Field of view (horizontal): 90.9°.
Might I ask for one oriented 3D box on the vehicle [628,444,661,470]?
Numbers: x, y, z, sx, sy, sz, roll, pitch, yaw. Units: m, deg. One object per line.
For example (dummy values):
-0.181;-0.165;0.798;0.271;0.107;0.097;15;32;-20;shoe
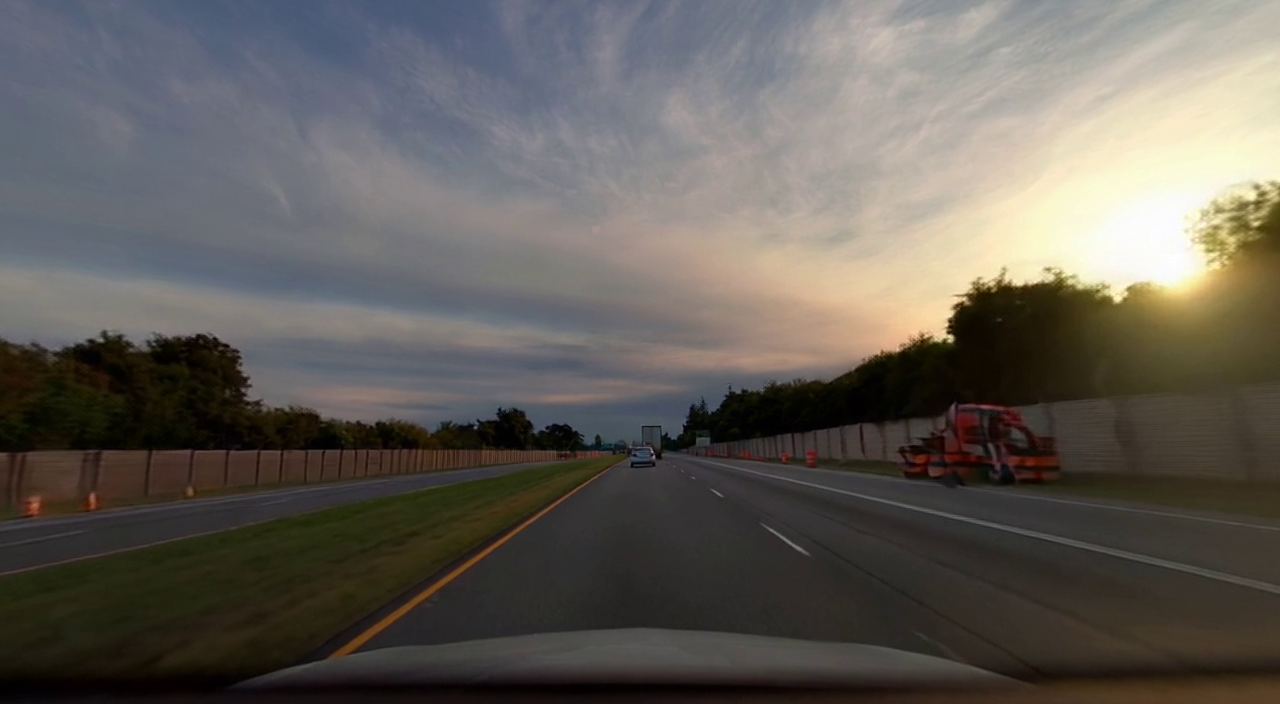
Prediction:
0.250;6.902;41.500;2.065;1.573;3.734;0;-9;-1;vehicle
